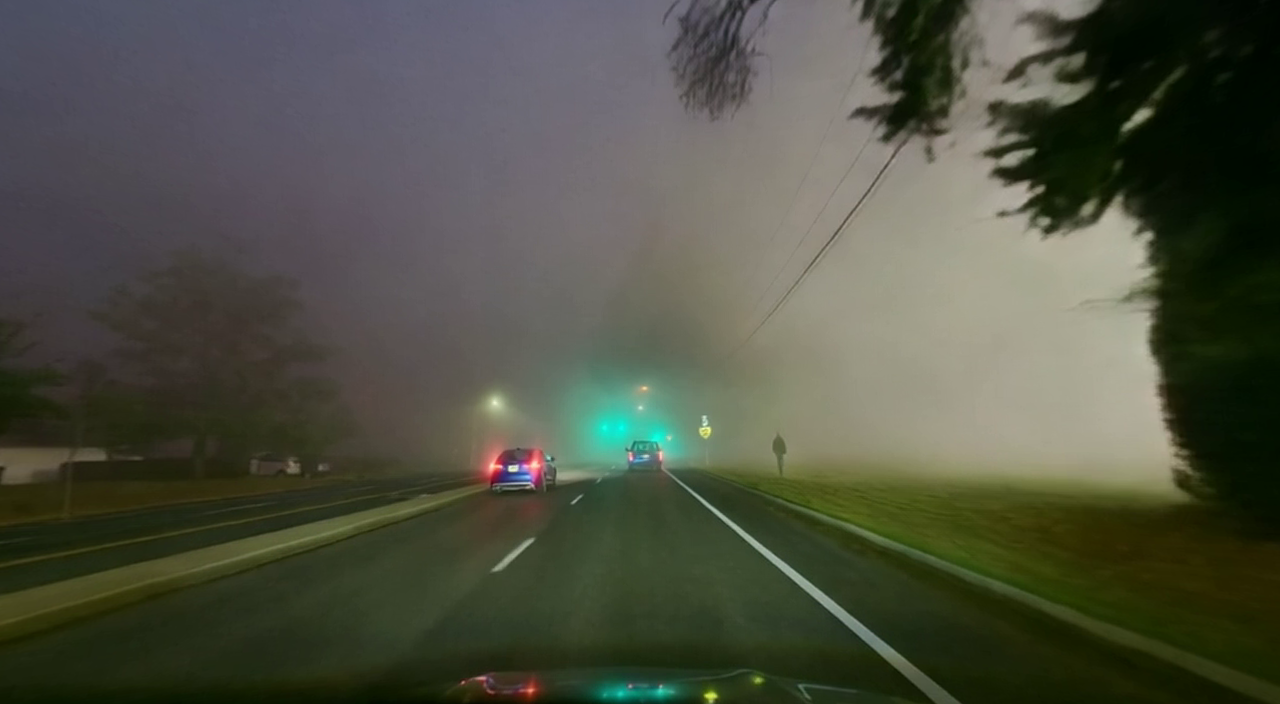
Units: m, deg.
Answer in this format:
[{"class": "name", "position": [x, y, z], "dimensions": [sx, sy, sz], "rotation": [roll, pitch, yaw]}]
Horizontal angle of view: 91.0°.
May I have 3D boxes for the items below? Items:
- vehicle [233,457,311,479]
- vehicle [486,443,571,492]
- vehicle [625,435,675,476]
[{"class": "vehicle", "position": [-25.565, 8.057, 43.804], "dimensions": [4.182, 1.444, 1.884], "rotation": [0, -8, -3]}, {"class": "vehicle", "position": [-3.568, 3.754, 20.936], "dimensions": [2.036, 1.447, 4.044], "rotation": [0, -8, 1]}, {"class": "vehicle", "position": [0.388, 4.920, 30.159], "dimensions": [2.215, 1.799, 4.426], "rotation": [0, -8, -1]}]
